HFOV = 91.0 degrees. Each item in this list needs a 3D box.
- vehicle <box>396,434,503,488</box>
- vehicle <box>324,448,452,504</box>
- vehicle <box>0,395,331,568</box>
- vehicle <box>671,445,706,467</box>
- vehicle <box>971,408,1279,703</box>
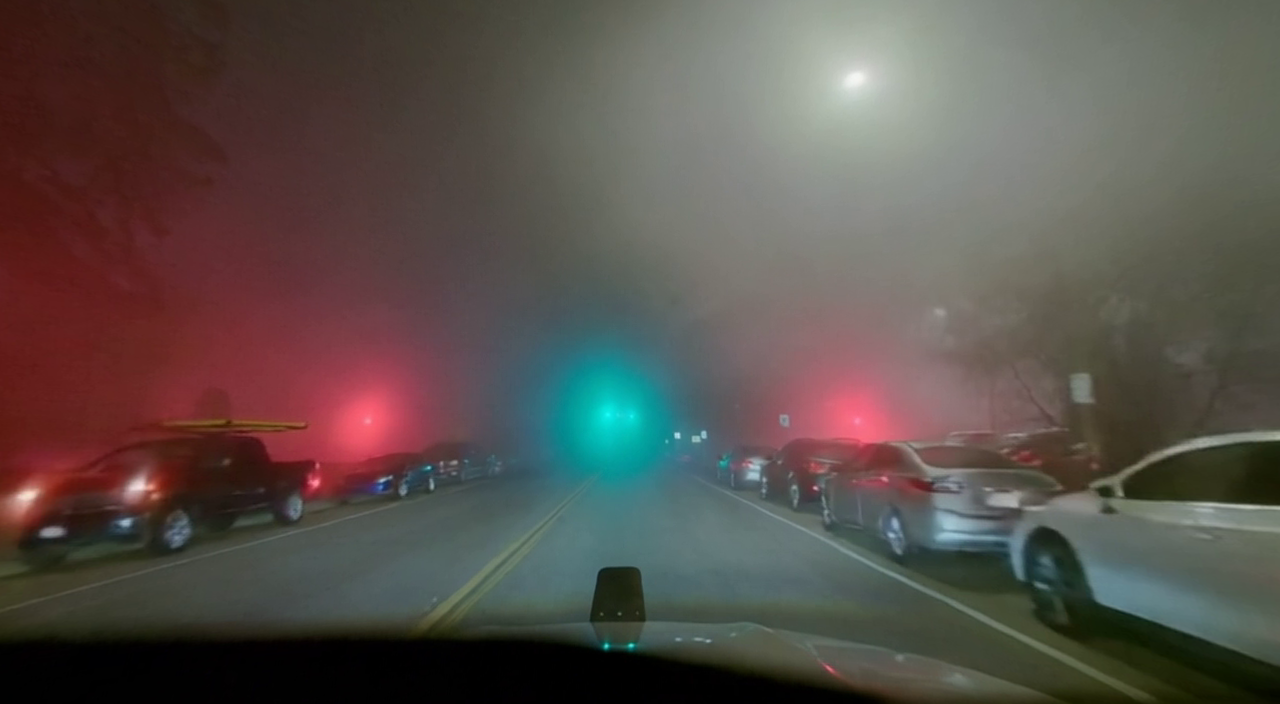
[{"bbox_3d":[-7.686,4.451,26.212,2.613,1.959,5.843,0,-8,0],"label":"vehicle"},{"bbox_3d":[-7.593,3.751,19.584,2.057,1.486,4.759,0,-8,-1],"label":"vehicle"},{"bbox_3d":[-7.635,2.030,10.720,2.146,2.167,5.339,0,-8,-2],"label":"vehicle"},{"bbox_3d":[3.373,7.403,44.992,2.005,1.466,4.767,0,-8,-2],"label":"vehicle"},{"bbox_3d":[3.784,1.047,2.907,2.009,1.547,4.574,0,-8,0],"label":"vehicle"}]
